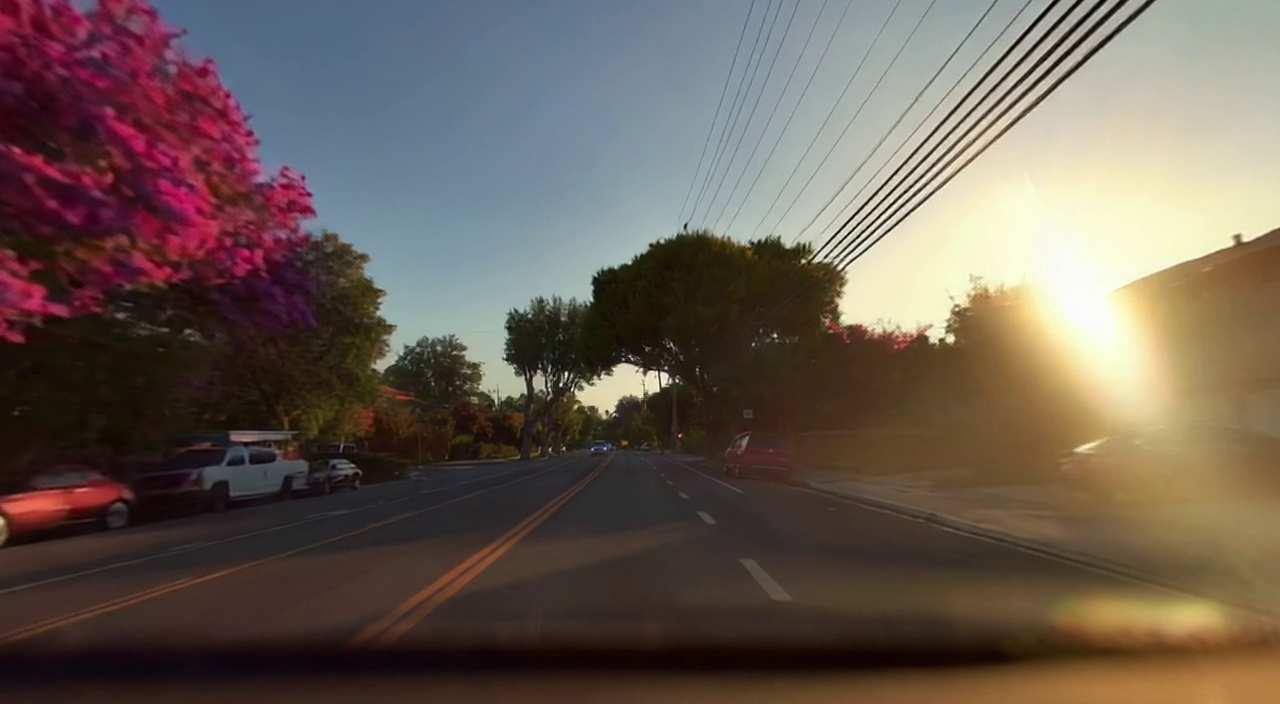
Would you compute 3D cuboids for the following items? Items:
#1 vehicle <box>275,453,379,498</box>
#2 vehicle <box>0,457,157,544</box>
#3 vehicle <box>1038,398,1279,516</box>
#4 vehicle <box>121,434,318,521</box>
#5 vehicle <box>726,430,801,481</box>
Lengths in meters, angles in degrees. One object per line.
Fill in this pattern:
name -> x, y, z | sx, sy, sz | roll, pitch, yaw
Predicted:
vehicle -> -13.298, 5.247, 27.247 | 2.106, 1.606, 4.804 | -1, -8, 0
vehicle -> -13.220, 3.085, 13.526 | 2.041, 1.573, 4.575 | 0, -8, 1
vehicle -> 10.640, 1.935, 12.013 | 4.598, 1.892, 1.990 | -3, -8, 3
vehicle -> -13.018, 3.816, 20.267 | 2.331, 2.265, 5.888 | -2, -7, -1
vehicle -> 5.306, 4.524, 27.918 | 2.238, 1.995, 5.491 | 0, -8, 0
